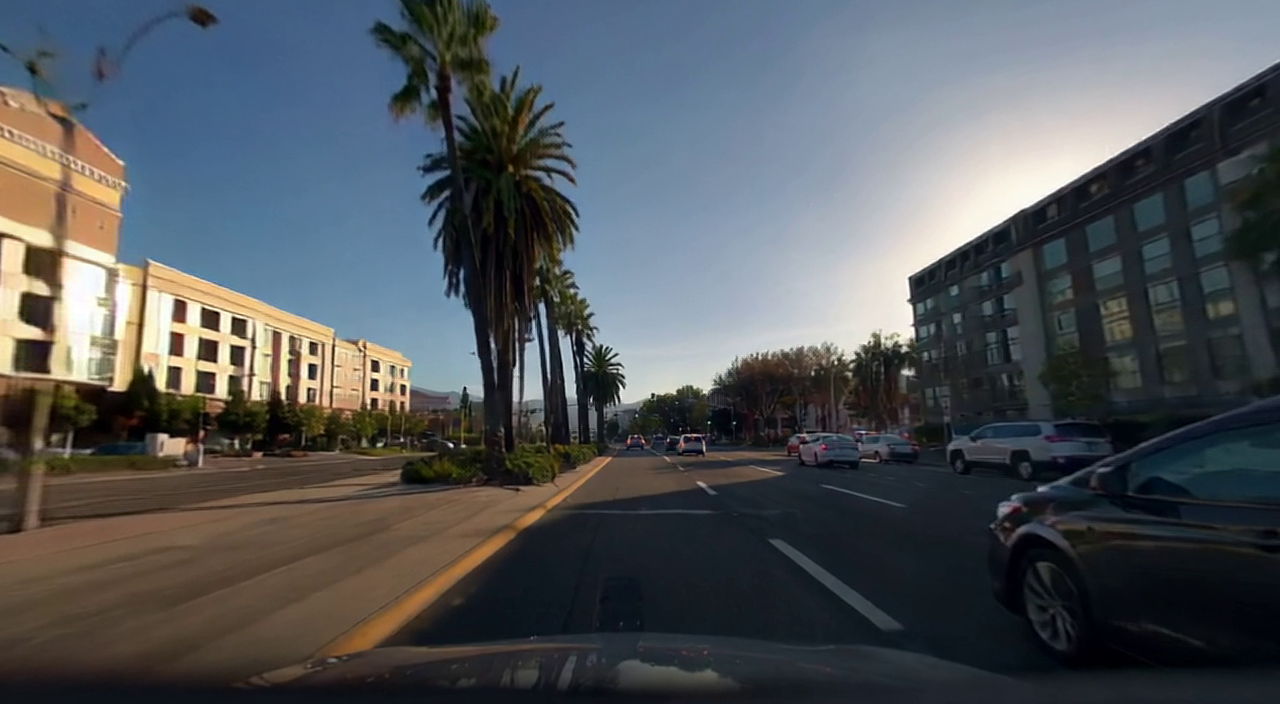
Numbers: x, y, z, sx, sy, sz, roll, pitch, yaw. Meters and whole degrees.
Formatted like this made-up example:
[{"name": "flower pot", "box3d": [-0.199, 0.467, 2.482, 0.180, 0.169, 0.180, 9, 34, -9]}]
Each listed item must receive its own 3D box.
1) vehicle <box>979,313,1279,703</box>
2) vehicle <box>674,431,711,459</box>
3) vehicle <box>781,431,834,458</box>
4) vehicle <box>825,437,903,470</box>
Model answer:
[{"name": "vehicle", "box3d": [3.552, 0.689, 2.009, 2.219, 1.795, 4.718, 0, -9, -1]}, {"name": "vehicle", "box3d": [3.779, 6.822, 46.303, 2.104, 1.910, 4.693, 0, -9, -2]}, {"name": "vehicle", "box3d": [12.702, 7.127, 48.277, 2.157, 1.937, 5.386, 0, -9, -5]}, {"name": "vehicle", "box3d": [10.654, 4.889, 30.431, 1.871, 1.465, 4.395, 0, -9, -4]}]
